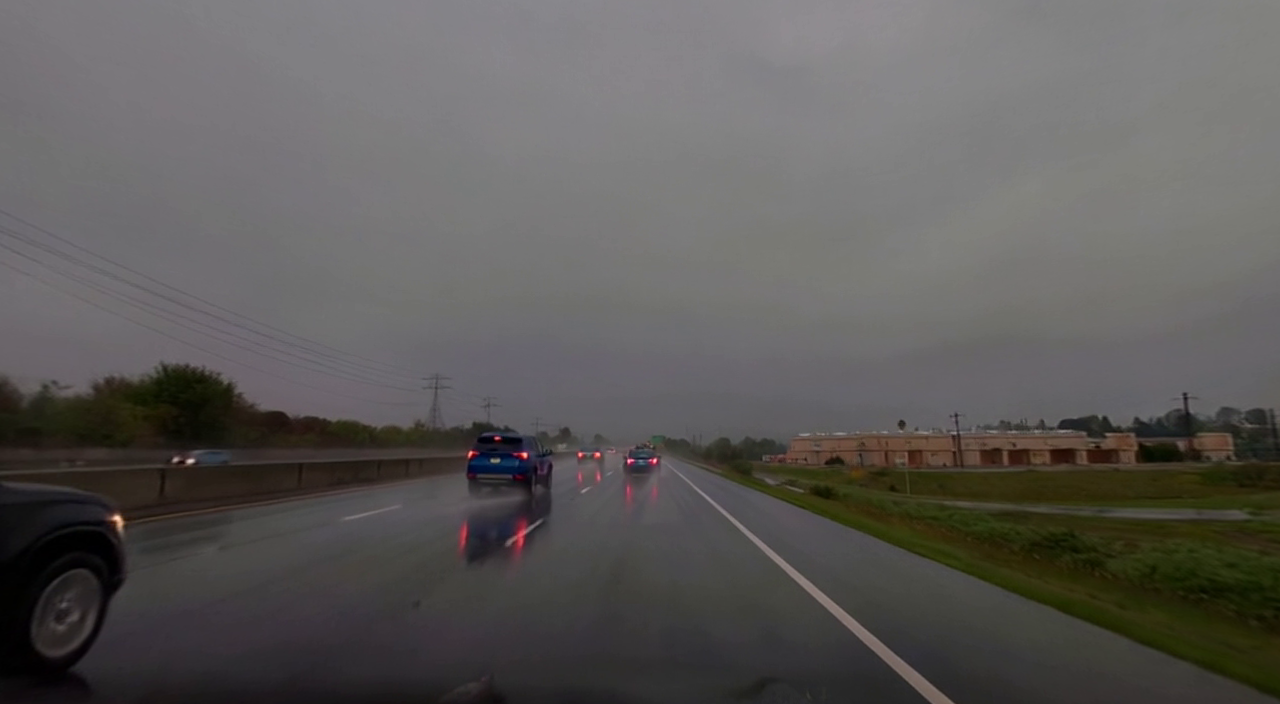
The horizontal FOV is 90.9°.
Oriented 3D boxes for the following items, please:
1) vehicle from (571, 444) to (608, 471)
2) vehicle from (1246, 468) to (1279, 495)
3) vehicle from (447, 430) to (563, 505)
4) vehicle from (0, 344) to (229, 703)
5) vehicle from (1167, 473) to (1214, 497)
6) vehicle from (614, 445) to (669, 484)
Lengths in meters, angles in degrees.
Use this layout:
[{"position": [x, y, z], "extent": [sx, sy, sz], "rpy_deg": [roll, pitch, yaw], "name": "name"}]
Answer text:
[{"position": [-3.387, 7.130, 42.957], "extent": [1.993, 1.717, 4.321], "rpy_deg": [-1, -9, 2], "name": "vehicle"}, {"position": [47.660, 9.669, 47.162], "extent": [4.590, 1.756, 2.059], "rpy_deg": [5, -10, -30], "name": "vehicle"}, {"position": [-3.575, 3.162, 17.698], "extent": [2.133, 1.789, 4.518], "rpy_deg": [-1, -8, 2], "name": "vehicle"}, {"position": [-4.203, 0.742, 1.977], "extent": [2.198, 1.848, 5.346], "rpy_deg": [0, -8, 0], "name": "vehicle"}, {"position": [39.784, 9.572, 45.552], "extent": [4.203, 1.418, 1.942], "rpy_deg": [8, -12, -42], "name": "vehicle"}, {"position": [0.039, 4.541, 25.784], "extent": [2.047, 1.473, 3.978], "rpy_deg": [0, -8, 0], "name": "vehicle"}]
